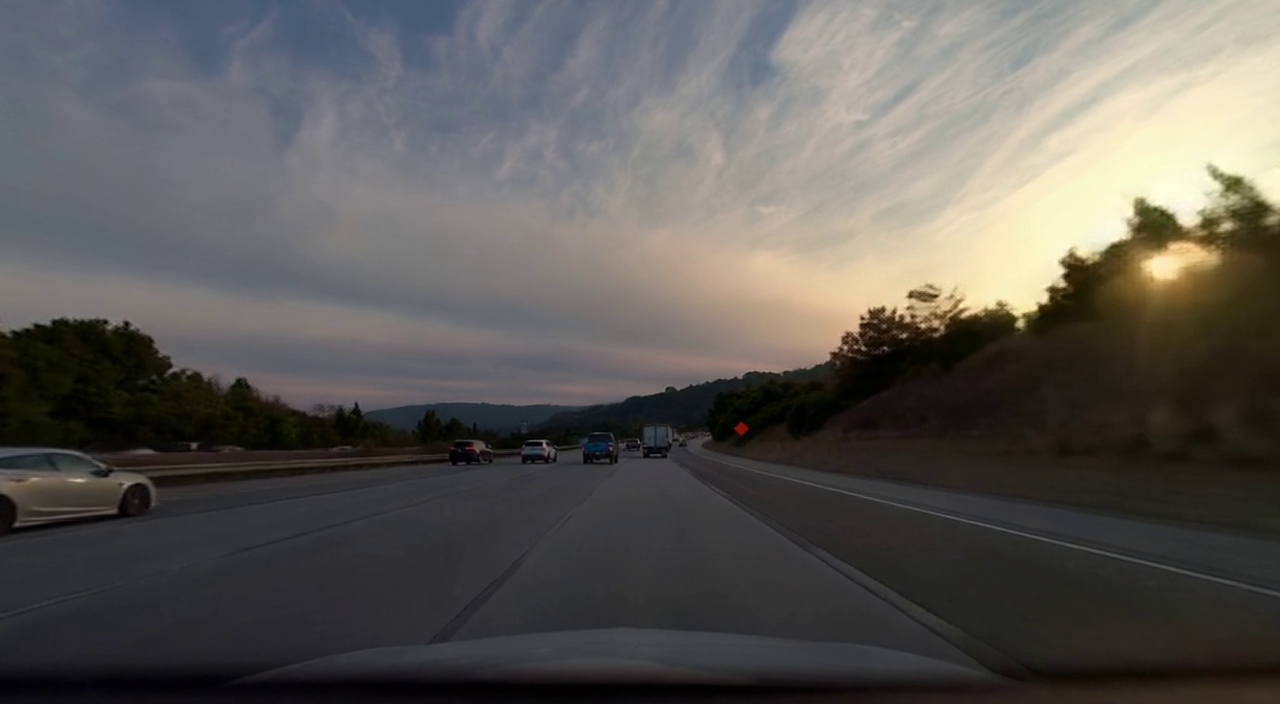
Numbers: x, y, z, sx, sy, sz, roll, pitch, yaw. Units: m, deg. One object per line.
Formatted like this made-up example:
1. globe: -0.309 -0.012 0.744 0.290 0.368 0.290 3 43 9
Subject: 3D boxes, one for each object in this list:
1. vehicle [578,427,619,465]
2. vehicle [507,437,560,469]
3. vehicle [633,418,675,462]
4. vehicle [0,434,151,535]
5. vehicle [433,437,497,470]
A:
1. vehicle: -2.863 6.723 44.996 2.328 2.519 5.238 0 -8 3
2. vehicle: -6.440 6.170 38.778 2.206 1.838 4.889 0 -8 3
3. vehicle: 0.987 6.364 45.576 2.768 2.854 6.757 0 -8 1
4. vehicle: -10.286 1.986 9.583 1.952 1.457 4.689 0 -8 0
5. vehicle: -10.221 5.953 37.334 2.080 1.777 5.450 0 -8 2
